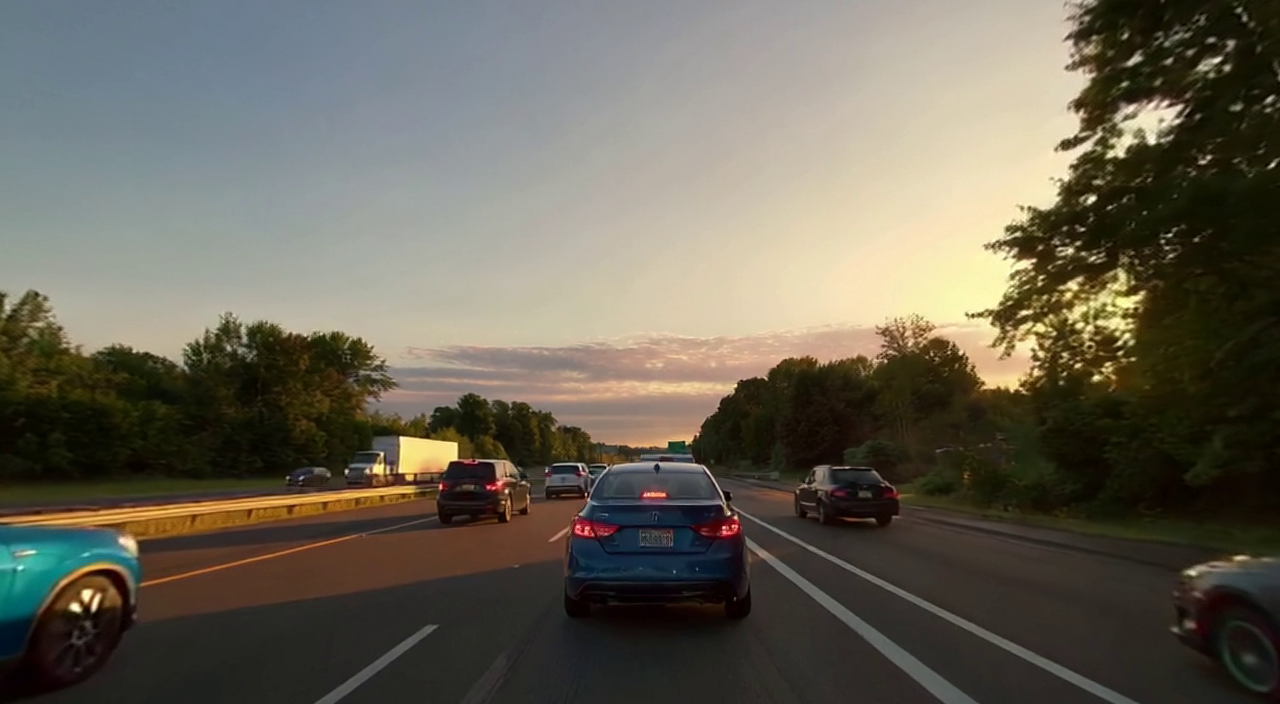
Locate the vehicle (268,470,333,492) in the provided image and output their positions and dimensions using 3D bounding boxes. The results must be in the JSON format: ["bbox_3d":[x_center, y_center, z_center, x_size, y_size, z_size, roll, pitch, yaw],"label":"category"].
[{"bbox_3d":[-24.411,9.265,45.444,1.981,1.468,4.519,0,-11,3],"label":"vehicle"}]

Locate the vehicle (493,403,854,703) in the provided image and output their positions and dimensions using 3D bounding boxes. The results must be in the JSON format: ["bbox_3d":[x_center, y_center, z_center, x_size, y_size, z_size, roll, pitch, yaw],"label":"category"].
[{"bbox_3d":[0.172,1.553,5.762,2.057,1.725,4.126,1,-11,-1],"label":"vehicle"}]

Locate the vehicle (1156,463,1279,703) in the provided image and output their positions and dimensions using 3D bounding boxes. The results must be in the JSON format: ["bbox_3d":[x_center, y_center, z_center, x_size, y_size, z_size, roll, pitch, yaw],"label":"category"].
[{"bbox_3d":[4.470,1.071,2.101,1.870,1.382,4.287,1,-11,1],"label":"vehicle"}]

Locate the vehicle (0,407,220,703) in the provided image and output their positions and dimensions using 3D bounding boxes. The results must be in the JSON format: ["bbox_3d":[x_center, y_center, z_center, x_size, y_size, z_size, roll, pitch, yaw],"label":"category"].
[{"bbox_3d":[-3.910,0.892,2.125,1.994,1.556,4.263,1,-11,0],"label":"vehicle"}]

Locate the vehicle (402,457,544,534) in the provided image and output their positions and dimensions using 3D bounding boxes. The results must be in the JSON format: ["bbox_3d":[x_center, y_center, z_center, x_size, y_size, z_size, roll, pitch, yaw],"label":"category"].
[{"bbox_3d":[-3.756,3.344,15.134,1.960,1.502,4.593,0,-11,2],"label":"vehicle"}]

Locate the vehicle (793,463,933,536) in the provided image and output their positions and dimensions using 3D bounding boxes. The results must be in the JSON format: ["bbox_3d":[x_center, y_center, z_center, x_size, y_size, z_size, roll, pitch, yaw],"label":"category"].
[{"bbox_3d":[5.129,3.447,15.171,1.978,1.472,4.022,0,-11,1],"label":"vehicle"}]

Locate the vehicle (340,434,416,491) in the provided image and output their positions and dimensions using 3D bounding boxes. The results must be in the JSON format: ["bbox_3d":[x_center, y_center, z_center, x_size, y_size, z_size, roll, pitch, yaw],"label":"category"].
[{"bbox_3d":[-20.180,8.607,48.978,2.969,4.038,5.876,0,-11,3],"label":"vehicle"}]
